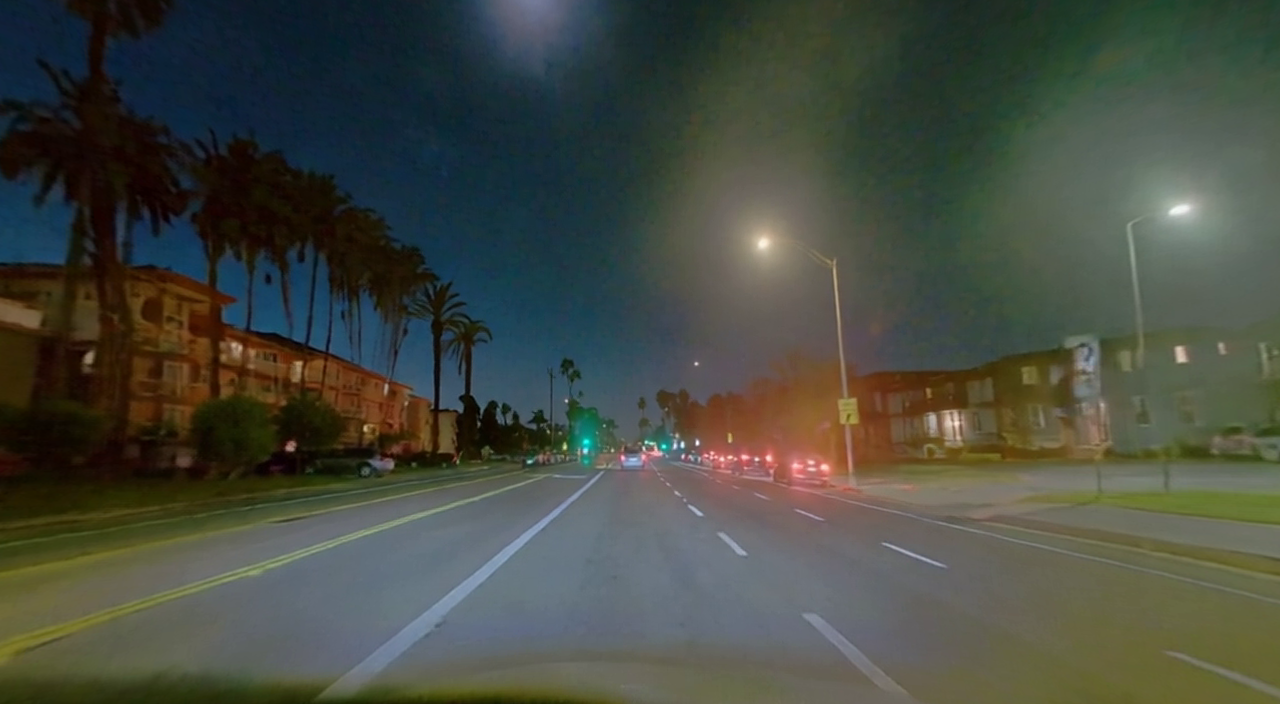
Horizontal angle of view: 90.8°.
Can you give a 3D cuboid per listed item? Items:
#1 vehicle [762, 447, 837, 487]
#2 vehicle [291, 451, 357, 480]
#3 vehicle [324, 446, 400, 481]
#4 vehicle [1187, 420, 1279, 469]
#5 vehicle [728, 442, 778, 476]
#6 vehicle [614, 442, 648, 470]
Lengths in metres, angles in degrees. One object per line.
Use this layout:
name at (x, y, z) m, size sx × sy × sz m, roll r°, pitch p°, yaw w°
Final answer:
vehicle at (6.569, 4.760, 26.620) m, size 1.947 × 1.505 × 4.759 m, roll -1°, pitch -9°, yaw 1°
vehicle at (-19.884, 7.131, 39.950) m, size 1.931 × 1.641 × 4.146 m, roll -1°, pitch -9°, yaw 1°
vehicle at (-17.224, 6.898, 39.469) m, size 2.185 × 1.993 × 5.054 m, roll -1°, pitch -9°, yaw 3°
vehicle at (24.540, 3.600, 24.493) m, size 2.135 × 1.787 × 4.888 m, roll 0°, pitch -9°, yaw -2°
vehicle at (6.590, 6.307, 37.470) m, size 2.035 × 1.822 × 5.449 m, roll -1°, pitch -9°, yaw 1°
vehicle at (-0.632, 7.259, 44.175) m, size 2.248 × 1.833 × 4.798 m, roll 0°, pitch -9°, yaw -1°
